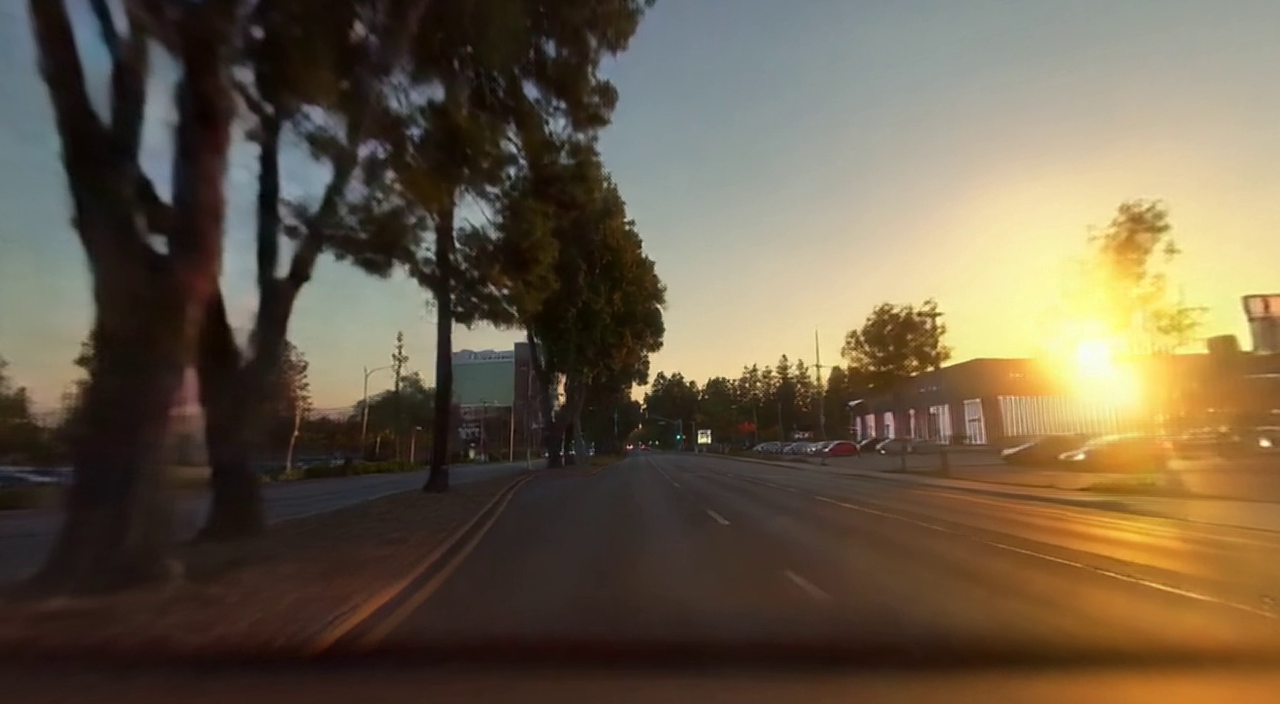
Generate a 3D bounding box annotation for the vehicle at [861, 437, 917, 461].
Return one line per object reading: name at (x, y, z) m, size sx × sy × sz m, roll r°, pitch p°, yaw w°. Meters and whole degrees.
vehicle at (19.515, 7.620, 49.669) m, size 1.995 × 1.673 × 4.725 m, roll -1°, pitch -9°, yaw -7°

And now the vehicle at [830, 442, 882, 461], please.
vehicle at (16.994, 7.857, 49.972) m, size 1.974 × 1.446 × 4.614 m, roll 1°, pitch -9°, yaw -8°

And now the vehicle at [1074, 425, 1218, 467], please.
vehicle at (21.117, 3.999, 26.691) m, size 1.941 × 1.511 × 4.690 m, roll -2°, pitch -9°, yaw -3°

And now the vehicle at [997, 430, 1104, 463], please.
vehicle at (20.966, 4.874, 32.551) m, size 2.048 × 1.559 × 4.758 m, roll 0°, pitch -9°, yaw -4°

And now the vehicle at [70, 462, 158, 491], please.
vehicle at (-30.922, 7.318, 37.117) m, size 4.663 × 1.565 × 2.027 m, roll -6°, pitch -10°, yaw 25°
